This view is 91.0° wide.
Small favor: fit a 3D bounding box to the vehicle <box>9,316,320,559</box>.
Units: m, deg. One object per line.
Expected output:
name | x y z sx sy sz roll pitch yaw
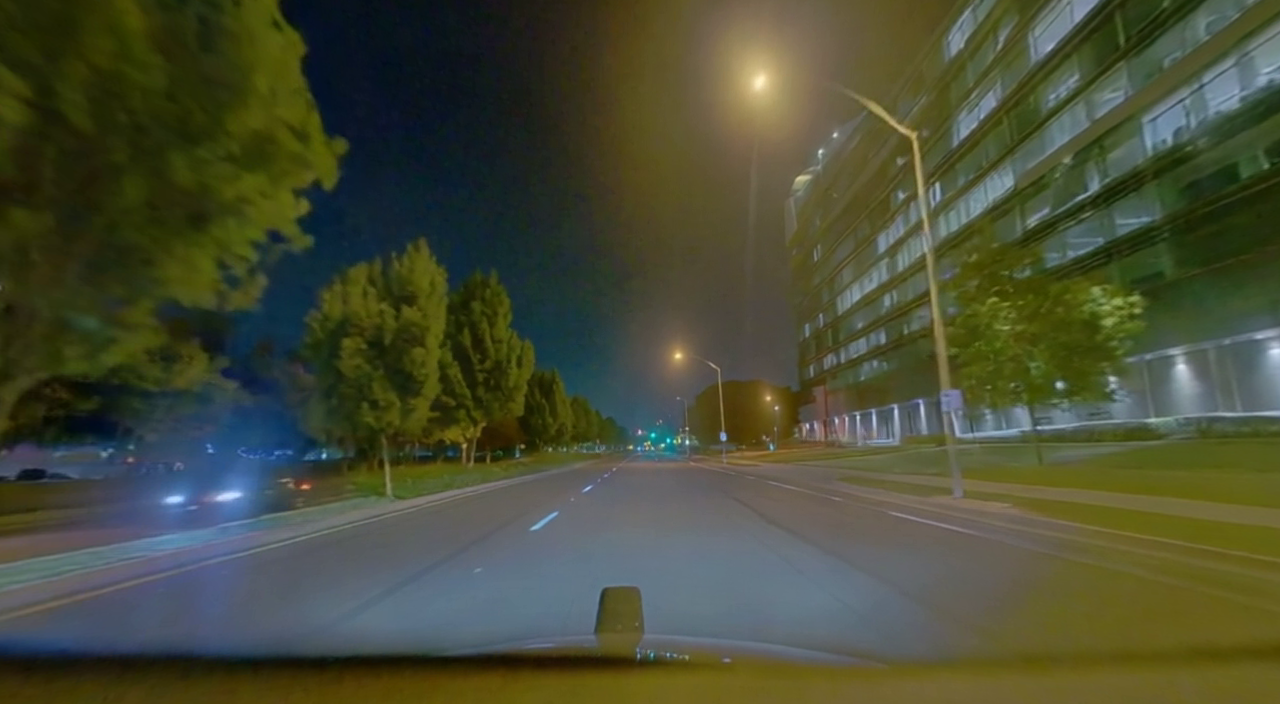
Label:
vehicle | -7.528 1.408 10.554 2.837 3.274 3.013 -4 -9 -3
